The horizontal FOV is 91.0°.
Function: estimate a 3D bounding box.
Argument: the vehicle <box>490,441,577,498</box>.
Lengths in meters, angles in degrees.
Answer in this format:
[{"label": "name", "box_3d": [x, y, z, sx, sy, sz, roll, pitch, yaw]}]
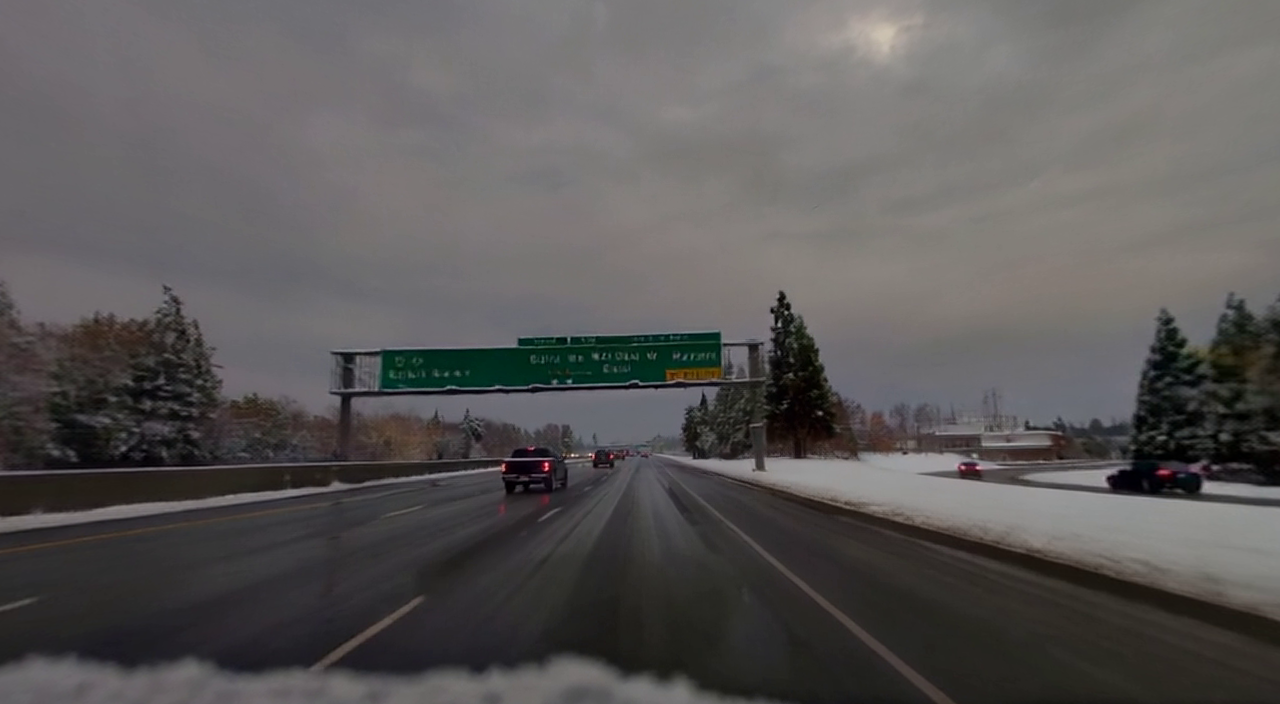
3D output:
[{"label": "vehicle", "box_3d": [-3.606, 4.089, 22.320, 2.162, 1.747, 4.791, 0, -9, 1]}]

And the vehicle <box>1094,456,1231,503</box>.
[{"label": "vehicle", "box_3d": [22.758, 5.518, 27.780, 2.033, 1.794, 5.116, -1, -9, 6]}]
